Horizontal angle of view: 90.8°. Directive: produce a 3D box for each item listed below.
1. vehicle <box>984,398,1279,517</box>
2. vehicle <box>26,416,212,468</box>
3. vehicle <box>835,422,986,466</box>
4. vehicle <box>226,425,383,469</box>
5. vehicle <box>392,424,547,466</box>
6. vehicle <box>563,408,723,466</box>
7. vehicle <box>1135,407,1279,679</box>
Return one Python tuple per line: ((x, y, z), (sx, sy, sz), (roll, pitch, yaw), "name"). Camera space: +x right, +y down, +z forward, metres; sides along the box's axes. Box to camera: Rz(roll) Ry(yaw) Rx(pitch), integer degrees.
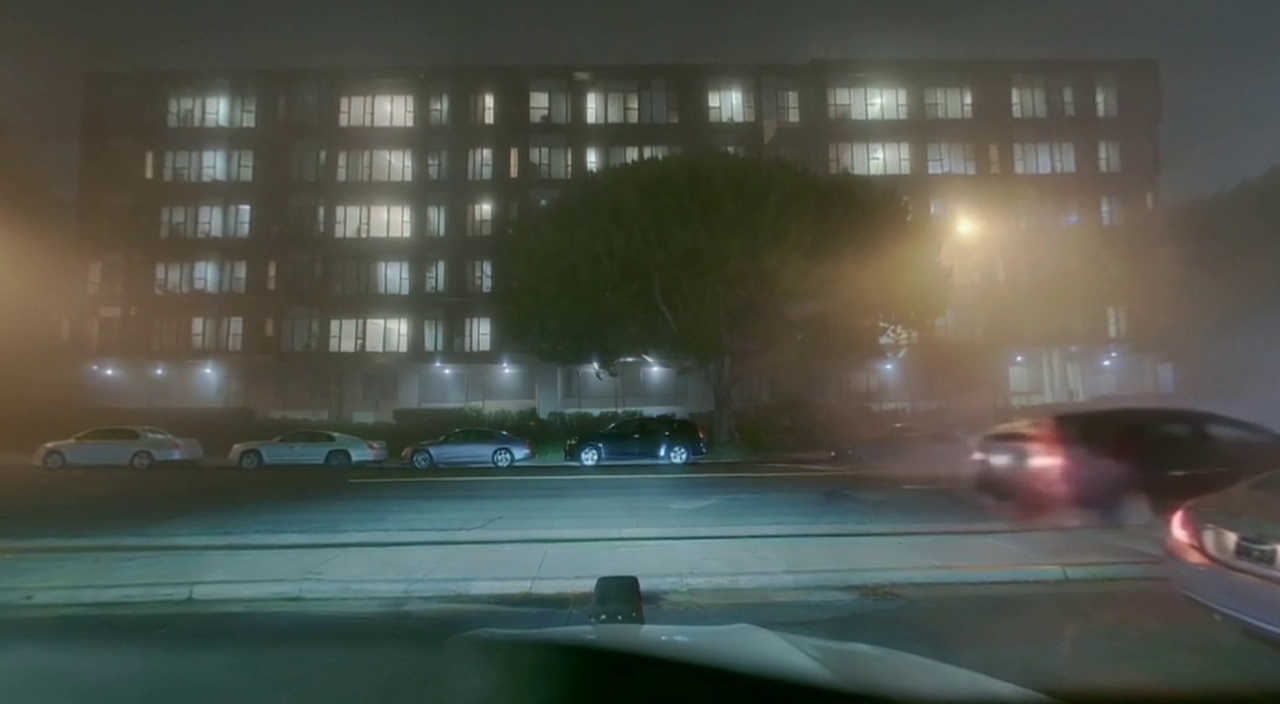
((7.915, 1.513, 9.173), (4.609, 1.508, 2.039), (0, -9, 1), "vehicle")
((-17.518, 3.068, 21.447), (4.426, 1.641, 1.889), (1, -9, -5), "vehicle")
((9.421, 3.216, 22.252), (4.521, 1.411, 1.726), (0, -7, -4), "vehicle")
((-11.411, 3.265, 21.734), (4.336, 1.438, 1.776), (1, -9, -3), "vehicle")
((-5.768, 3.249, 21.851), (4.851, 1.339, 1.785), (0, -11, -3), "vehicle")
((0.030, 3.013, 22.037), (5.299, 1.860, 2.098), (1, -10, -5), "vehicle")
((5.861, 1.045, 3.409), (4.714, 1.471, 1.978), (0, -4, 1), "vehicle")
